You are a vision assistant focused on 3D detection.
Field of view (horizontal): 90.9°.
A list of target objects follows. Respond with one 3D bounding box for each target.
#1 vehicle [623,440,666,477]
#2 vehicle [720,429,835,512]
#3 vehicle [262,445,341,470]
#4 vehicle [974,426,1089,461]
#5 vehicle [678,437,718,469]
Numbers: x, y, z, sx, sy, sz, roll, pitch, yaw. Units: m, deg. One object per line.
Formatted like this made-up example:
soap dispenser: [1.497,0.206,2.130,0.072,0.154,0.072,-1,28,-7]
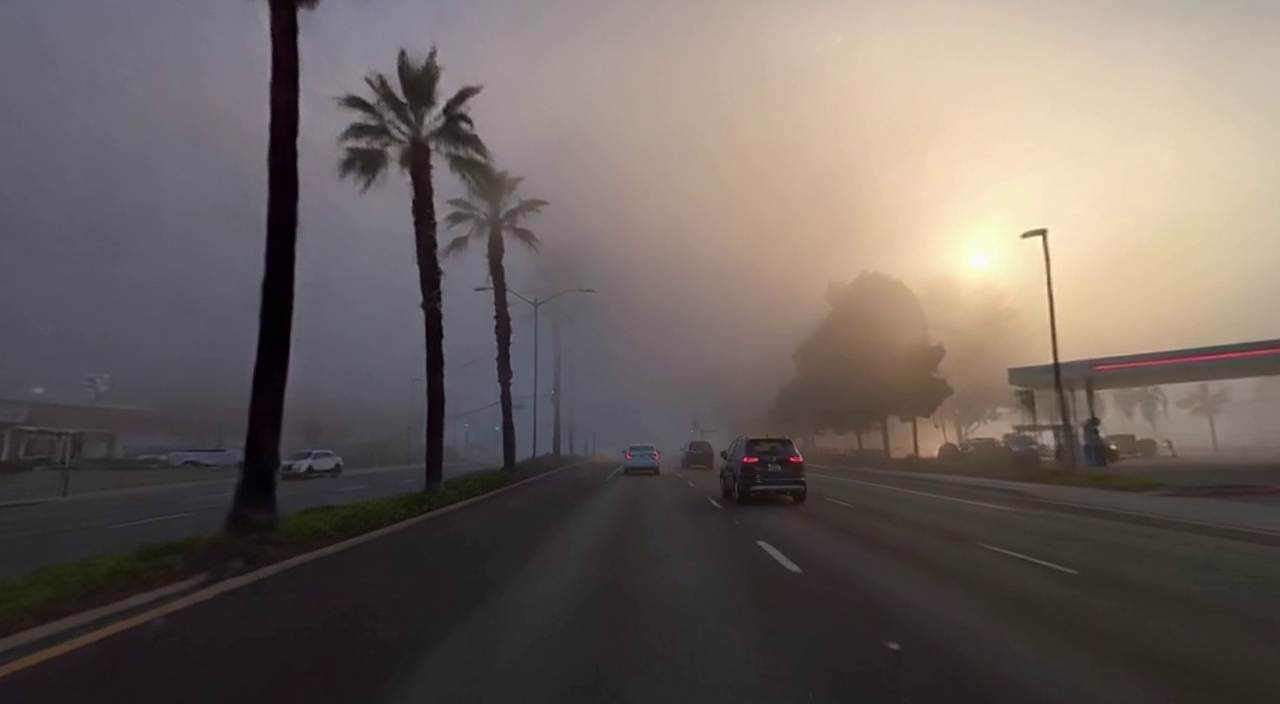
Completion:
vehicle: [0.229,5.214,31.112,1.991,1.664,3.814,0,-8,0]
vehicle: [3.213,2.830,15.583,1.872,1.752,3.896,0,-8,-1]
vehicle: [-25.763,7.995,48.115,2.124,1.784,4.803,-7,-10,37]
vehicle: [21.558,5.070,34.859,4.831,1.816,2.295,0,-8,-2]
vehicle: [3.775,6.613,41.668,2.154,1.975,4.634,0,-8,-1]
